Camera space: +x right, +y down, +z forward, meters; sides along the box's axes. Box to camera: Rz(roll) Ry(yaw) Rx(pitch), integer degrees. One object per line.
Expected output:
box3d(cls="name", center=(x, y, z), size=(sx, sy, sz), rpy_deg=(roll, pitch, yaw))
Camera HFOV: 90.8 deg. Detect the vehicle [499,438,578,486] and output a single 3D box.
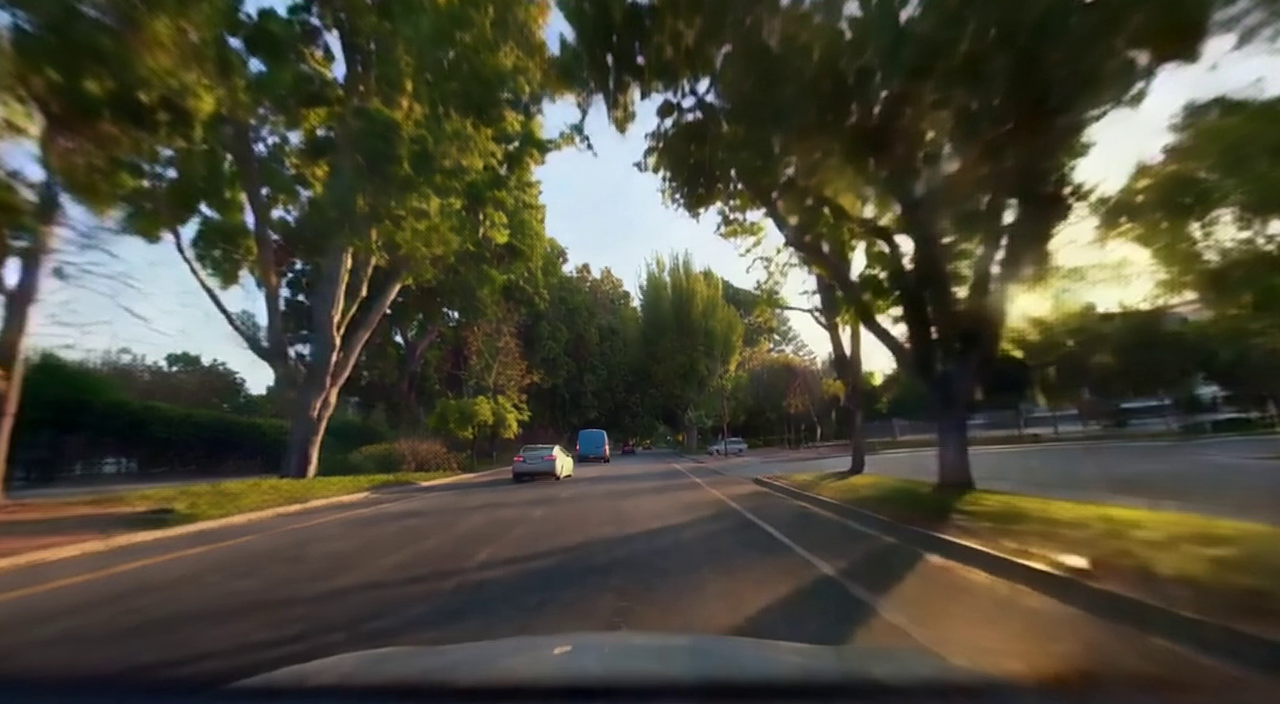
box3d(cls="vehicle", center=(-3.409, 3.779, 21.983), size=(2.009, 1.473, 4.028), rpy_deg=(0, -8, 1))
